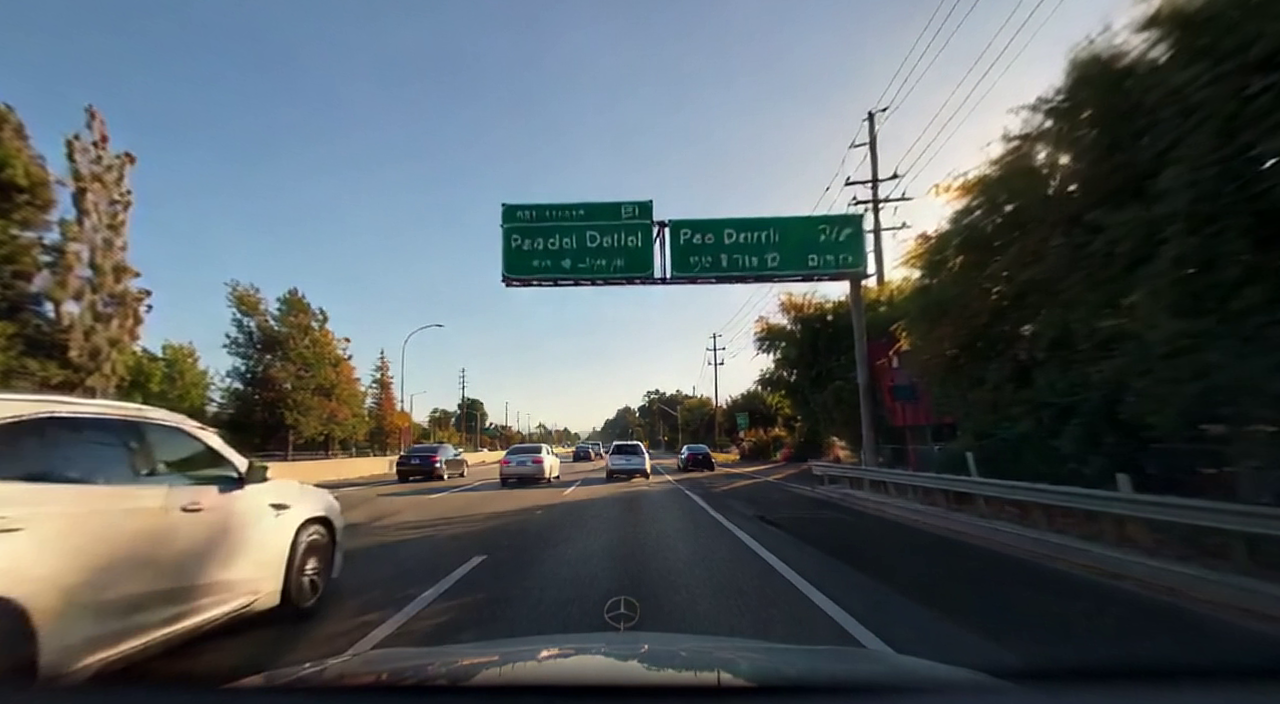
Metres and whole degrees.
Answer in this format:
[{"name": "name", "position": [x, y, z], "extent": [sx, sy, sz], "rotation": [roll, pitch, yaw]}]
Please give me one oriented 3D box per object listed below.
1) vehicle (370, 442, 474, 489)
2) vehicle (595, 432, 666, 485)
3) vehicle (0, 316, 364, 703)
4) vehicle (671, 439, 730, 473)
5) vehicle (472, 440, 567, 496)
[{"name": "vehicle", "position": [-7.311, 3.822, 21.764], "extent": [1.959, 1.435, 4.719], "rotation": [0, -8, -1]}, {"name": "vehicle", "position": [-0.357, 3.746, 22.518], "extent": [2.284, 1.699, 4.168], "rotation": [0, -8, -1]}, {"name": "vehicle", "position": [-3.243, 0.810, 2.424], "extent": [2.277, 1.728, 4.661], "rotation": [0, -8, 0]}, {"name": "vehicle", "position": [2.818, 4.985, 30.512], "extent": [2.197, 1.464, 4.356], "rotation": [0, -8, -3]}, {"name": "vehicle", "position": [-3.413, 3.356, 18.789], "extent": [1.958, 1.447, 4.454], "rotation": [0, -8, 0]}]
